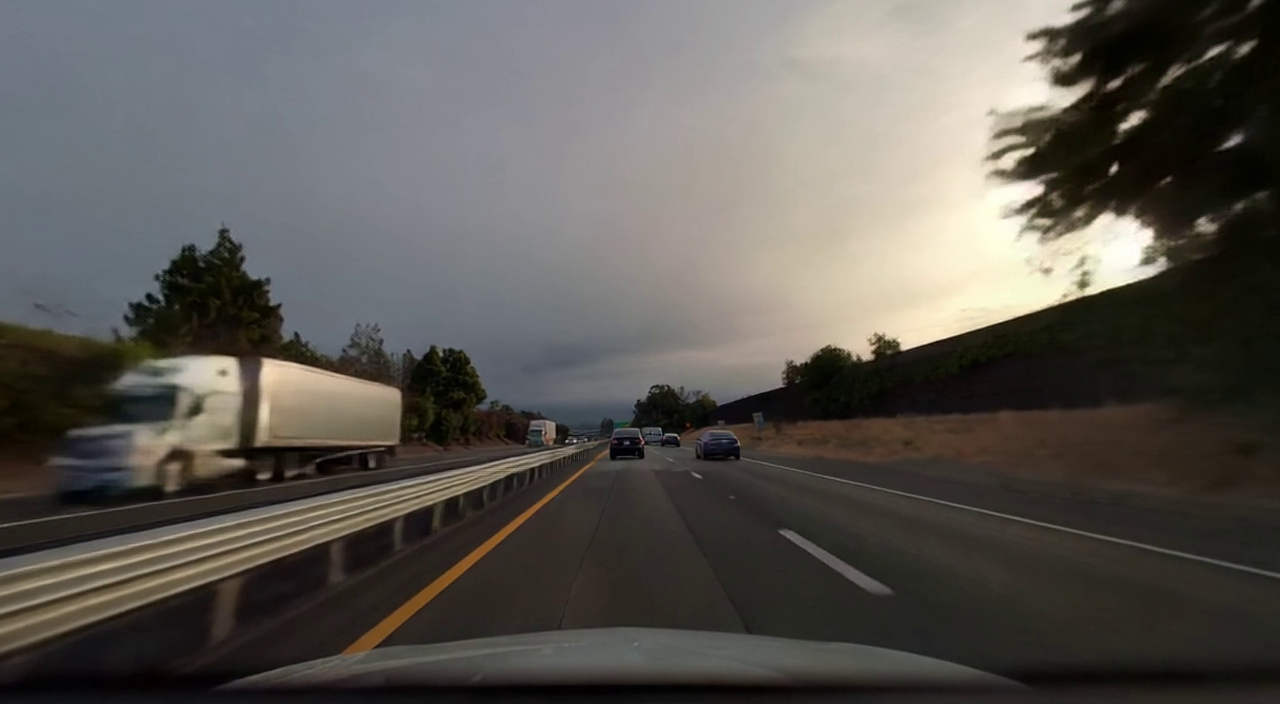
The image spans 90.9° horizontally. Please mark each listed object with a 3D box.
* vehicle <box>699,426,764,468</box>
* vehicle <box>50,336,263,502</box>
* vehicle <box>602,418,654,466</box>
[{"bbox_3d":[3.774,3.990,26.719,1.981,1.606,3.956,0,-8,-2],"label":"vehicle"},{"bbox_3d":[-13.281,1.909,17.747,3.011,4.191,3.431,0,-8,-1],"label":"vehicle"},{"bbox_3d":[-0.574,4.216,29.679,2.270,2.044,4.633,0,-8,-2],"label":"vehicle"}]
